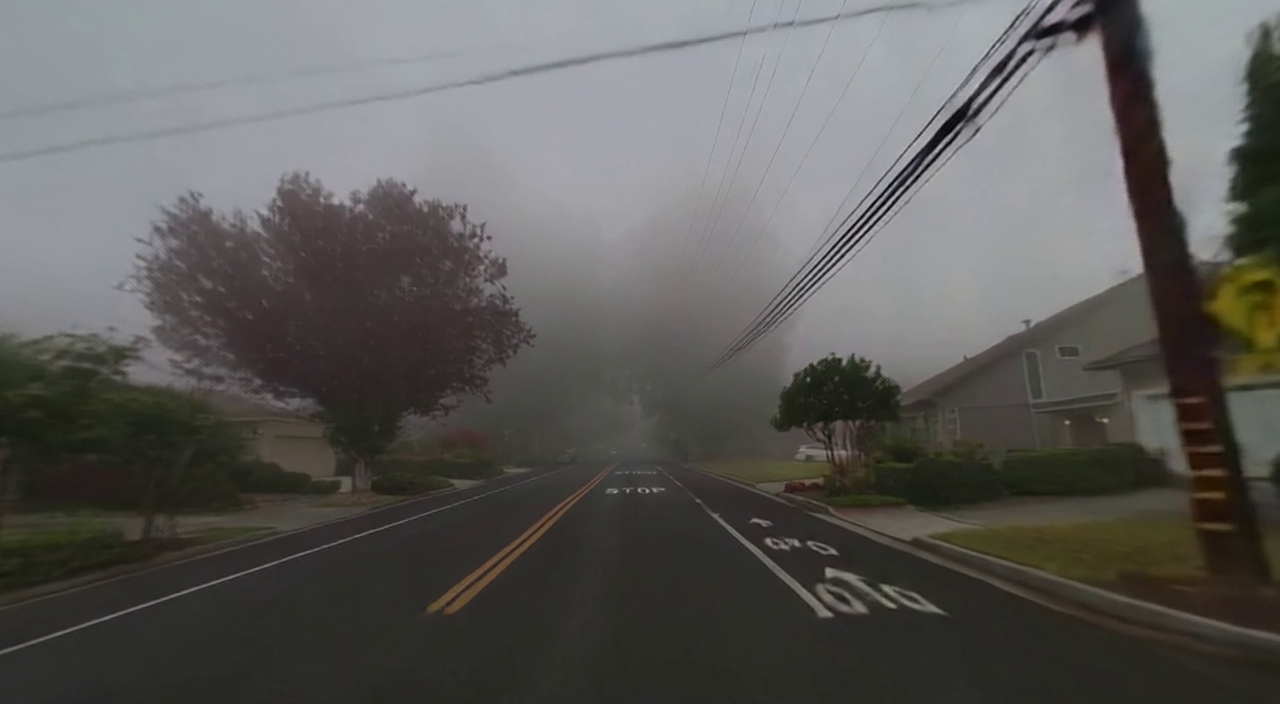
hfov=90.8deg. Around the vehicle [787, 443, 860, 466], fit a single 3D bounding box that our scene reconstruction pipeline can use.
[{"bbox_3d":[13.481,7.555,46.563,4.624,1.420,2.045,-1,-9,-7],"label":"vehicle"}]
